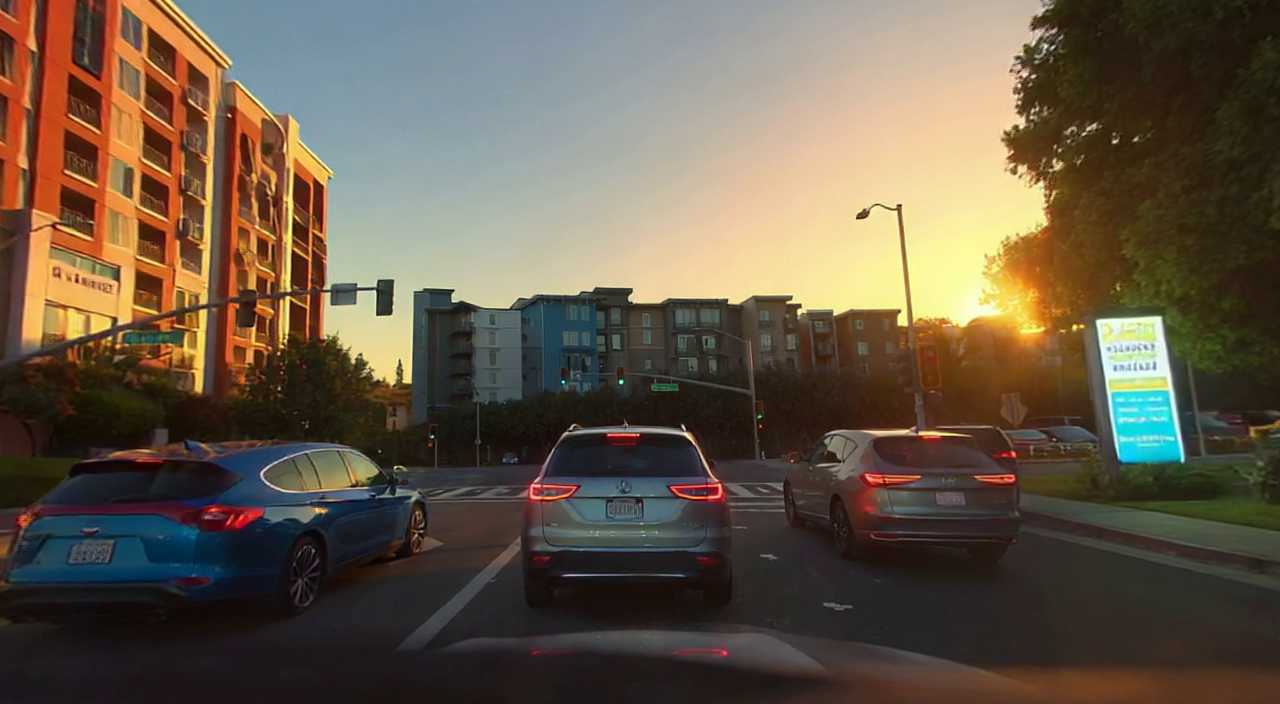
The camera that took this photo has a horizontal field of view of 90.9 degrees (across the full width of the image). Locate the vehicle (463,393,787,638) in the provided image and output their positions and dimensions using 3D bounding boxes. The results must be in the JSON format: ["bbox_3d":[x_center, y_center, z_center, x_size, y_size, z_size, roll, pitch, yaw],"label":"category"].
[{"bbox_3d":[-0.126,1.428,6.505,2.195,1.662,4.262,0,-8,-1],"label":"vehicle"}]

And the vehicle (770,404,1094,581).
[{"bbox_3d":[3.217,1.657,8.252,2.004,1.646,4.554,0,-8,-1],"label":"vehicle"}]

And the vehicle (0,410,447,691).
[{"bbox_3d":[-3.546,1.427,5.823,1.906,1.524,4.547,0,-8,2],"label":"vehicle"}]
